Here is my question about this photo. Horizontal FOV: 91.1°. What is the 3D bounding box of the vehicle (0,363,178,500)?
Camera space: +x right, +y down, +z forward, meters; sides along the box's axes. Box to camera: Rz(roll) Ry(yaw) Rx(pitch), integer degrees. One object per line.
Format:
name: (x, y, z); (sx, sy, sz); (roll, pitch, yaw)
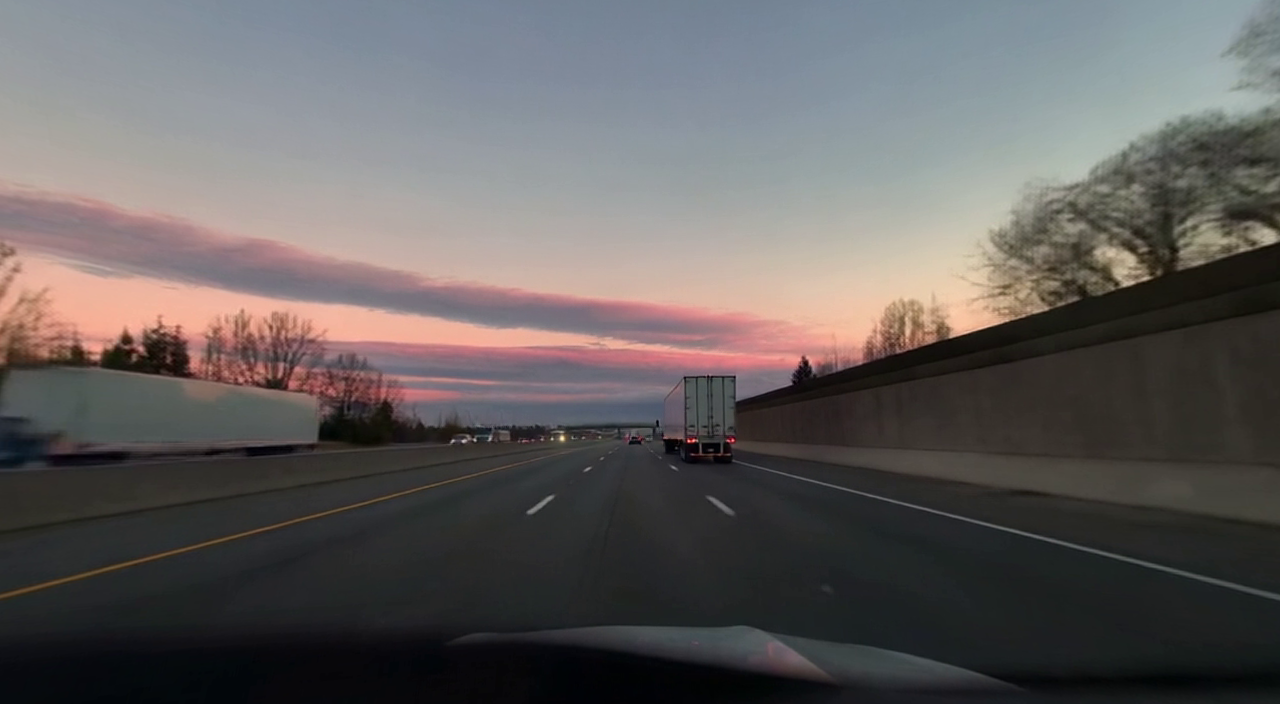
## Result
vehicle: (-20.138, 2.775, 22.203); (2.877, 4.178, 5.690); (0, -7, 3)

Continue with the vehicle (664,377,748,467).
vehicle: (3.398, 4.244, 37.161); (2.979, 4.161, 15.508); (1, -7, -1)
